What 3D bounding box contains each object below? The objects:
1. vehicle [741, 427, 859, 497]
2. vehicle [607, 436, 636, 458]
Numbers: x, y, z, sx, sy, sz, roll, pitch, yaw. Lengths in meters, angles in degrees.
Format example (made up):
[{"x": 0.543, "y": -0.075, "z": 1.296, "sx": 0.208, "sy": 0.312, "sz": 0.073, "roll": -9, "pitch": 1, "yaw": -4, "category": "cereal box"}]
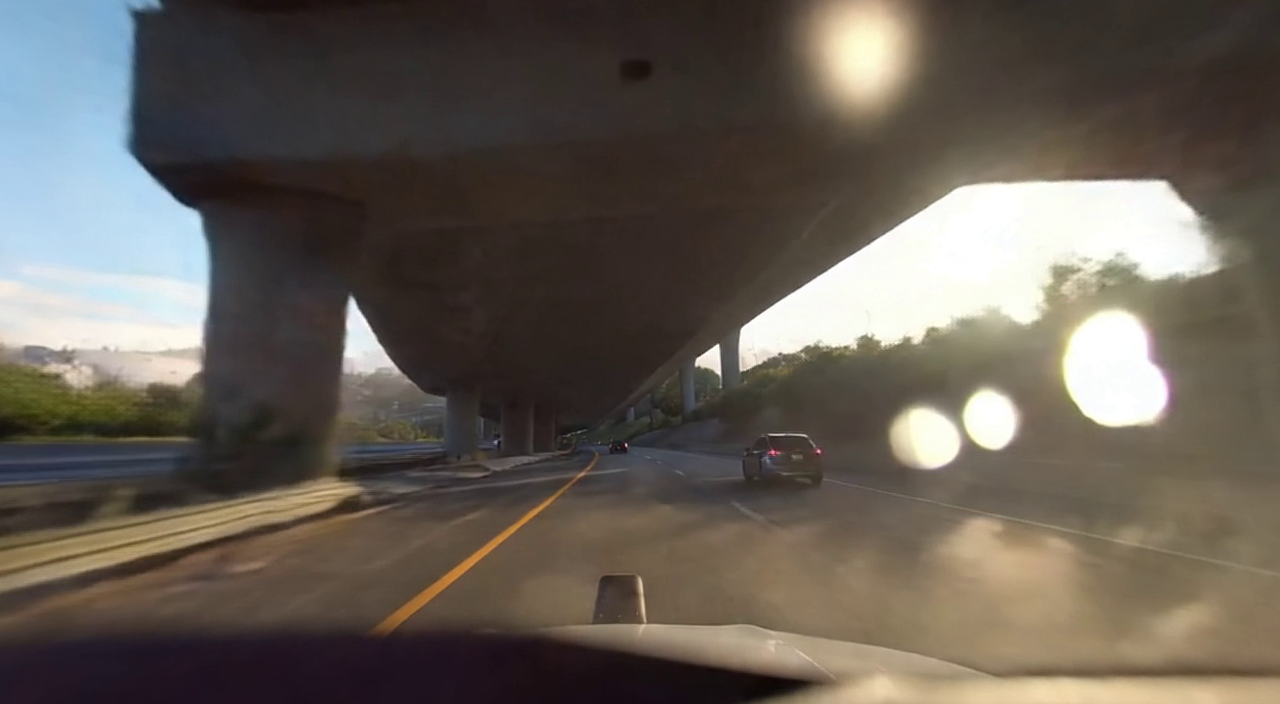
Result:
[{"x": 3.787, "y": 2.658, "z": 15.594, "sx": 1.852, "sy": 1.513, "sz": 3.652, "roll": 0, "pitch": -8, "yaw": -2, "category": "vehicle"}, {"x": -1.397, "y": 6.979, "z": 46.432, "sx": 1.998, "sy": 1.512, "sz": 3.735, "roll": 0, "pitch": -8, "yaw": -3, "category": "vehicle"}]
